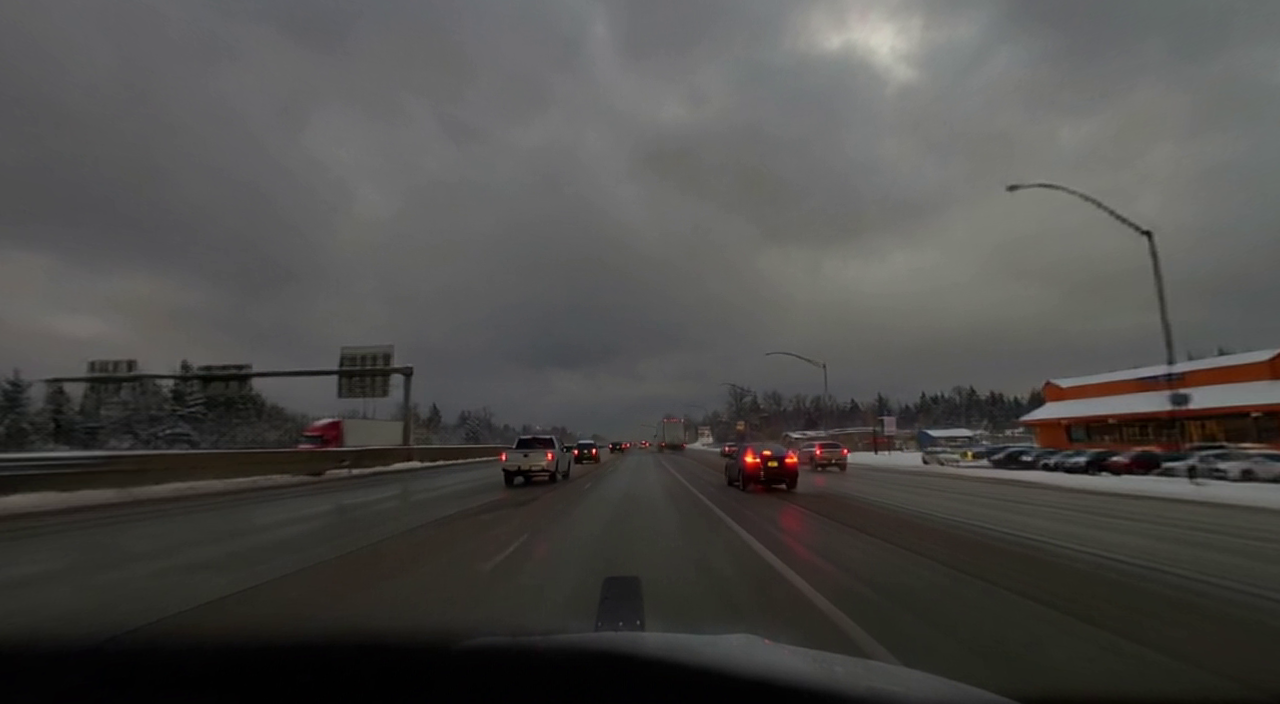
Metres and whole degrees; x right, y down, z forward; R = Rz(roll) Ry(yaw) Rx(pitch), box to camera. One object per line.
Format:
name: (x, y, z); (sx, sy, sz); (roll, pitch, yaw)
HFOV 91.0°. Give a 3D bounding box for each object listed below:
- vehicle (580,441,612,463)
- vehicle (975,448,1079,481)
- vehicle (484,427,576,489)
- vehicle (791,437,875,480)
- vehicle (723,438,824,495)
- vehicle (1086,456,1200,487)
vehicle: (-3.107, 7.106, 44.906); (1.929, 1.521, 4.097); (0, -9, 1)
vehicle: (28.006, 8.144, 45.763); (5.755, 2.190, 2.484); (-2, -9, 2)
vehicle: (-3.457, 3.437, 20.731); (2.130, 1.799, 4.583); (0, -9, 1)
vehicle: (7.758, 4.329, 25.733); (2.075, 1.587, 3.947); (0, -9, -1)
vehicle: (3.820, 3.363, 18.878); (1.980, 1.501, 4.433); (0, -9, -1)
vehicle: (29.786, 7.065, 37.440); (4.811, 1.723, 2.138); (0, -9, 4)
